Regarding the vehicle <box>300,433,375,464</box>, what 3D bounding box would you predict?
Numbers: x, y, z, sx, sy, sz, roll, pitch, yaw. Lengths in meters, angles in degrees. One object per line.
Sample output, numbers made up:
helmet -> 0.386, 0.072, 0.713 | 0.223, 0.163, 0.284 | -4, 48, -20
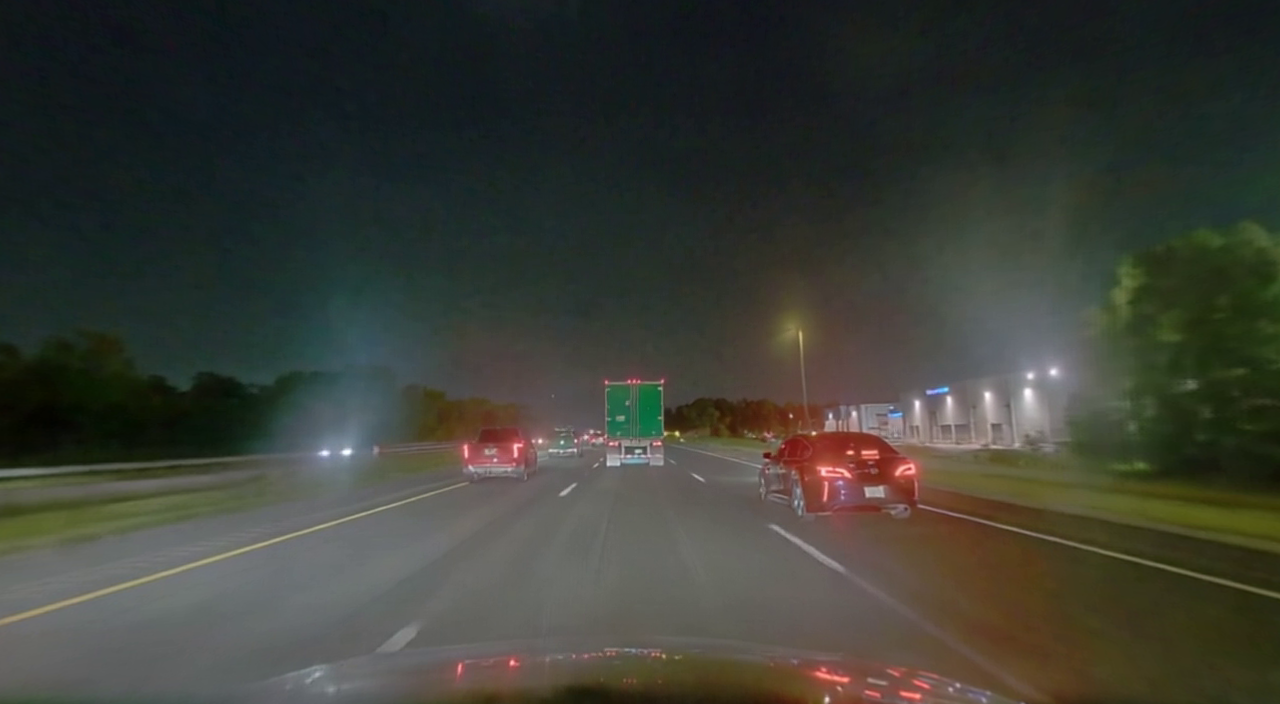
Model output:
vehicle -> -17.082, 5.465, 35.838 | 2.132, 1.644, 4.327 | 0, -8, -1

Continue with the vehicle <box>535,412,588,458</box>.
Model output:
vehicle -> -5.044, 5.481, 41.516 | 2.717, 2.714, 6.997 | 0, -8, -1

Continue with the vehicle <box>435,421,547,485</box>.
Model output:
vehicle -> -4.156, 2.913, 18.569 | 2.005, 1.602, 5.131 | 0, -8, 1

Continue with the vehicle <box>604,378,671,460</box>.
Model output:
vehicle -> -0.259, 3.964, 36.037 | 3.259, 4.066, 9.891 | 0, -8, -2
